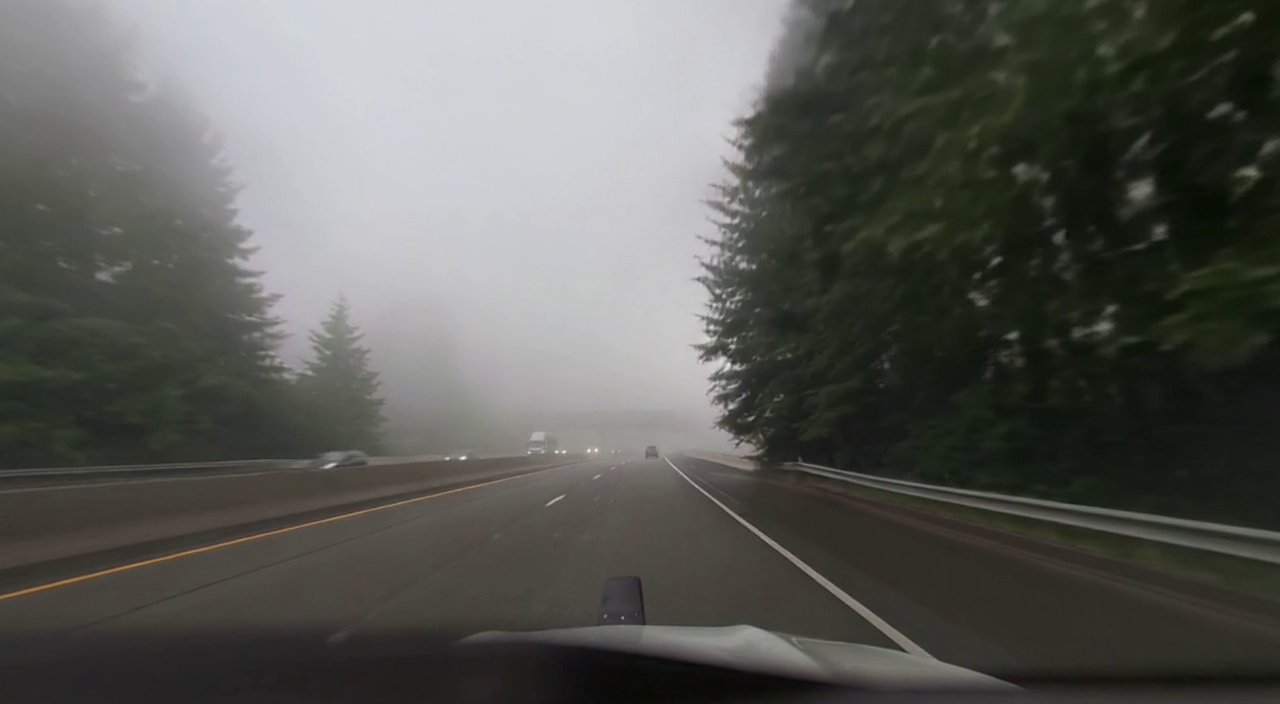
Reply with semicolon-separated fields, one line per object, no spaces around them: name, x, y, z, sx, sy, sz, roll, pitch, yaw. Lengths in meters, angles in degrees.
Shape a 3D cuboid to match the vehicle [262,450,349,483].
vehicle;-16.544;5.658;31.483;1.797;1.497;4.652;0;-9;0
